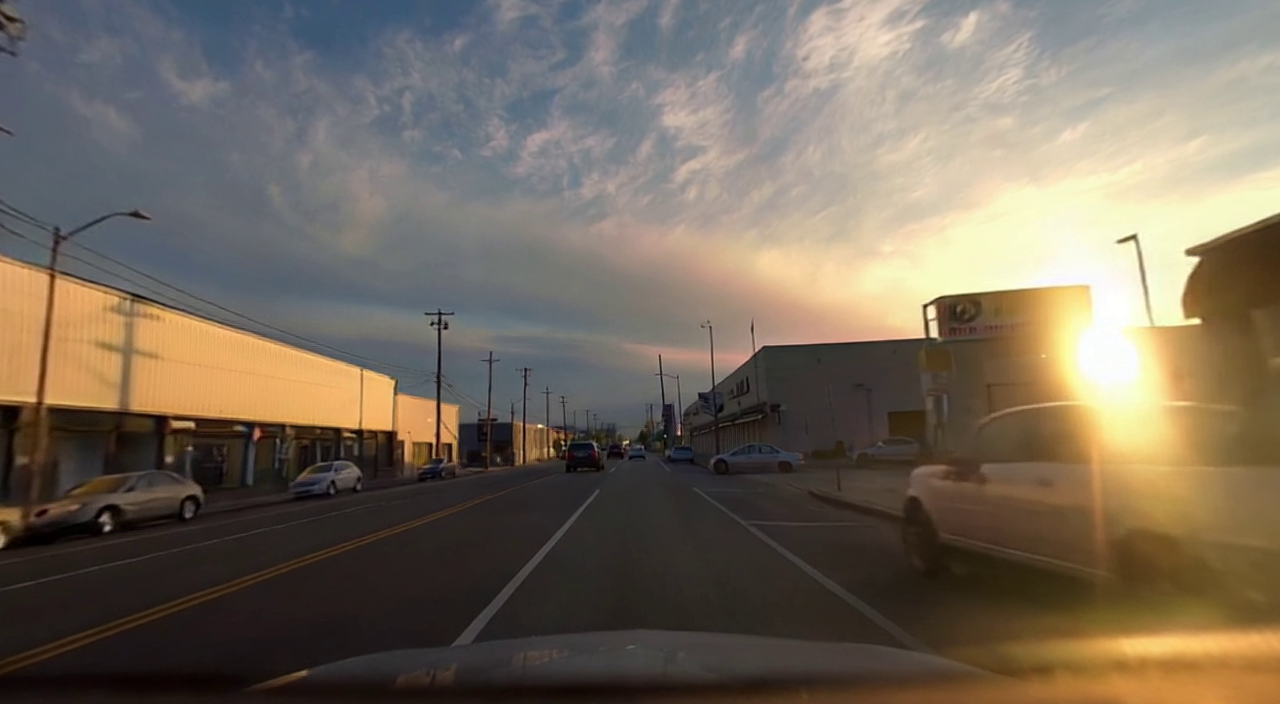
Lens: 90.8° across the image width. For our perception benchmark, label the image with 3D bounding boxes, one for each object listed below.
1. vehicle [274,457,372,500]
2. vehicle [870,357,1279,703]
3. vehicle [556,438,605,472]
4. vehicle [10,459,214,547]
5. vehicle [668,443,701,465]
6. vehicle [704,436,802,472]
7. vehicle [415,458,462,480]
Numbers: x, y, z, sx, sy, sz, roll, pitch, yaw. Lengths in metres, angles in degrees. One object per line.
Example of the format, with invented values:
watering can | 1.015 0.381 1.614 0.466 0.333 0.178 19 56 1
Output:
vehicle | -15.423 6.156 31.130 1.966 1.760 5.423 -1 -8 1
vehicle | 3.821 1.166 4.802 2.048 1.658 5.559 0 -8 0
vehicle | -3.398 6.028 37.100 2.348 1.831 4.737 0 -8 0
vehicle | -15.323 4.310 18.772 2.081 1.791 4.799 -6 -7 -1
vehicle | 3.265 7.586 47.026 2.007 1.558 4.464 0 -8 -2
vehicle | 5.357 4.926 30.538 4.474 1.632 2.234 -1 -8 5
vehicle | -15.695 9.086 49.430 2.073 1.492 4.687 0 -8 0
